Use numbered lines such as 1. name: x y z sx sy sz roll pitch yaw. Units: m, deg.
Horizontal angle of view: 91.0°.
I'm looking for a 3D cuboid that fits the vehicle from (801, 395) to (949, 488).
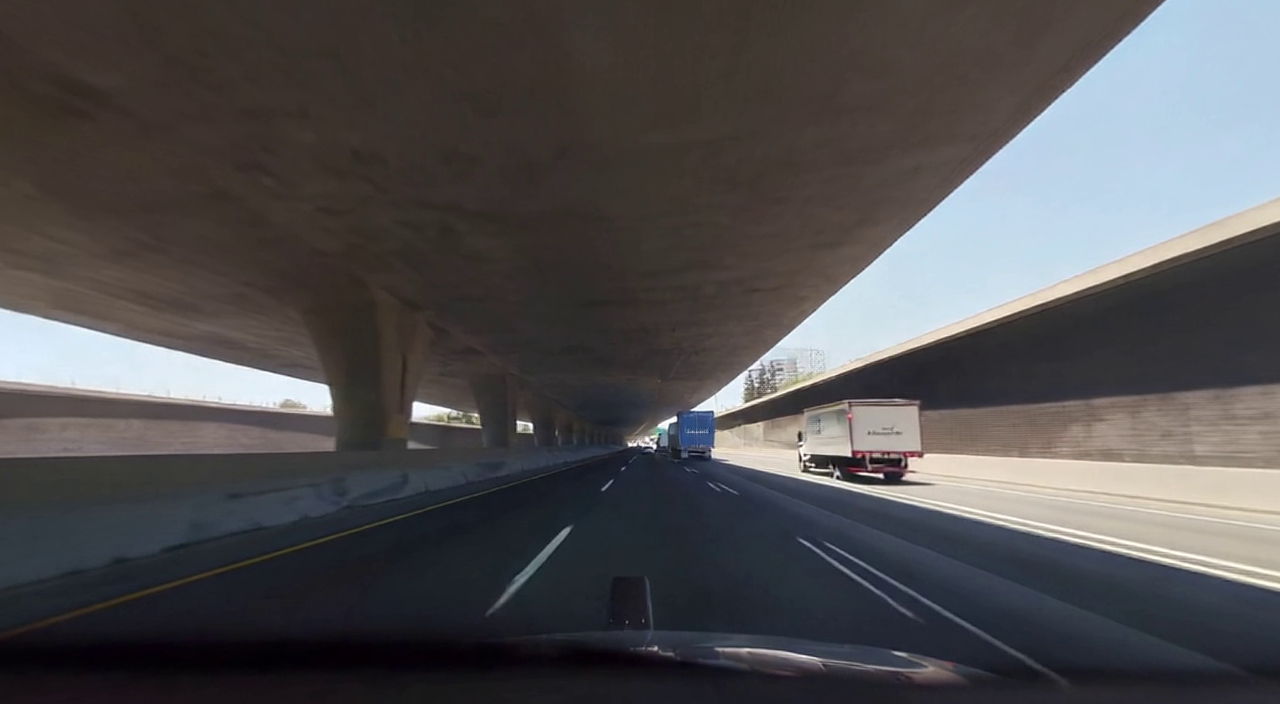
1. vehicle: 7.921 3.179 22.422 2.474 2.730 7.349 0 -8 0
